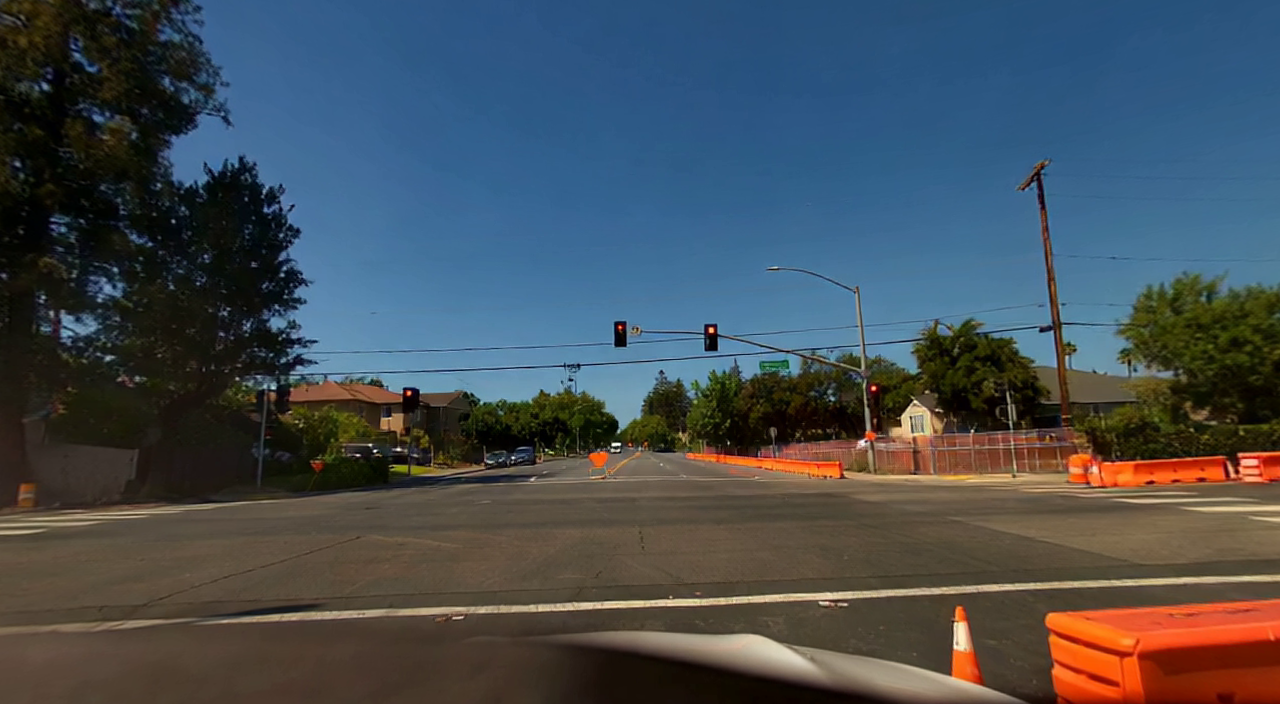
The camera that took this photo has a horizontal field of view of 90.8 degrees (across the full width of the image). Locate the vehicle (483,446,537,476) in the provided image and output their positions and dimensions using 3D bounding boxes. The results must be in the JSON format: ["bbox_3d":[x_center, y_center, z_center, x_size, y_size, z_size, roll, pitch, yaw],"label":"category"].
[{"bbox_3d":[-6.598,5.543,32.411,1.881,1.452,4.121,0,-8,0],"label":"vehicle"}]

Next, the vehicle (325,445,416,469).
[{"bbox_3d":[-16.388,6.384,38.610,4.713,1.409,1.918,0,-8,-2],"label":"vehicle"}]

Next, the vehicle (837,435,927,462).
[{"bbox_3d":[15.380,6.172,40.327,4.892,1.656,1.856,0,-8,0],"label":"vehicle"}]
